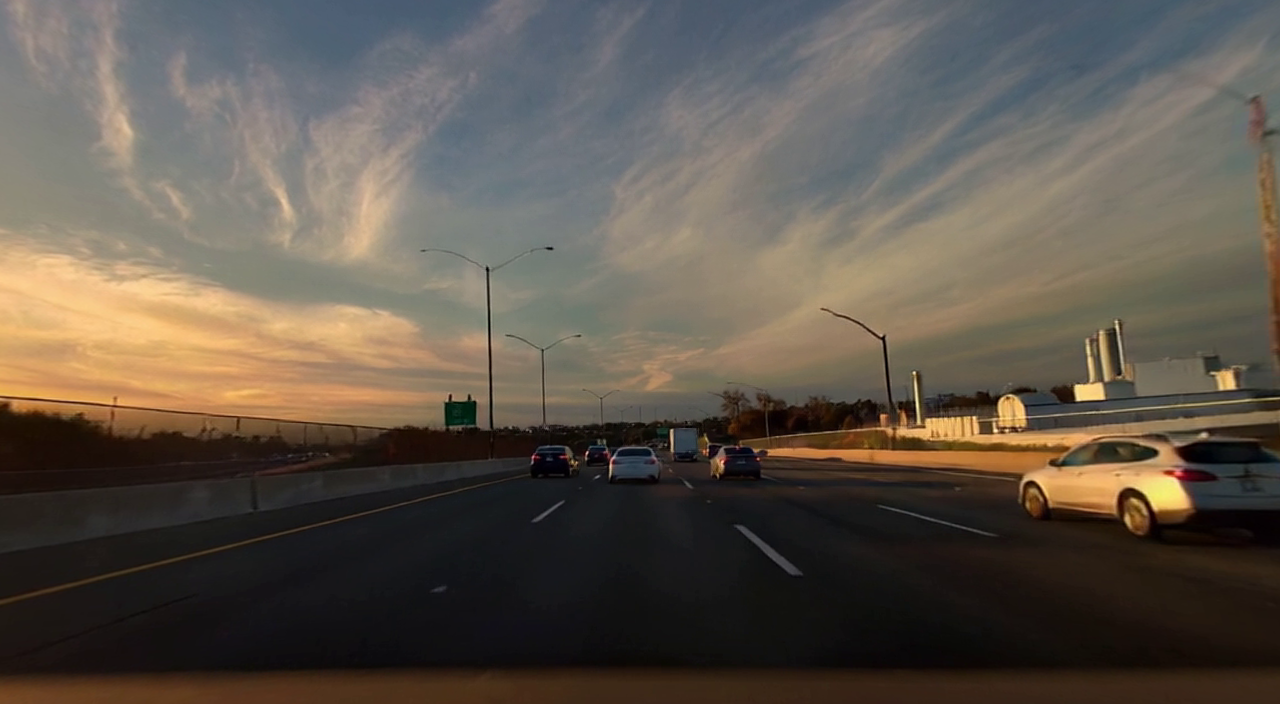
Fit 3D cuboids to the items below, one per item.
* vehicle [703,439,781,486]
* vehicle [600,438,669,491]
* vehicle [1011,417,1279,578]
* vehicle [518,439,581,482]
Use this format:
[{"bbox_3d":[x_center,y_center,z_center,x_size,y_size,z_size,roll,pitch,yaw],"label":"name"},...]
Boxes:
[{"bbox_3d":[3.436,3.809,22.113,1.942,1.453,4.329,0,-8,-1],"label":"vehicle"},{"bbox_3d":[-0.150,3.771,21.576,2.067,1.555,4.851,0,-8,0],"label":"vehicle"},{"bbox_3d":[6.902,1.679,8.075,1.860,1.520,3.961,0,-8,0],"label":"vehicle"},{"bbox_3d":[-3.695,4.514,26.552,2.036,1.669,4.112,0,-8,0],"label":"vehicle"}]
